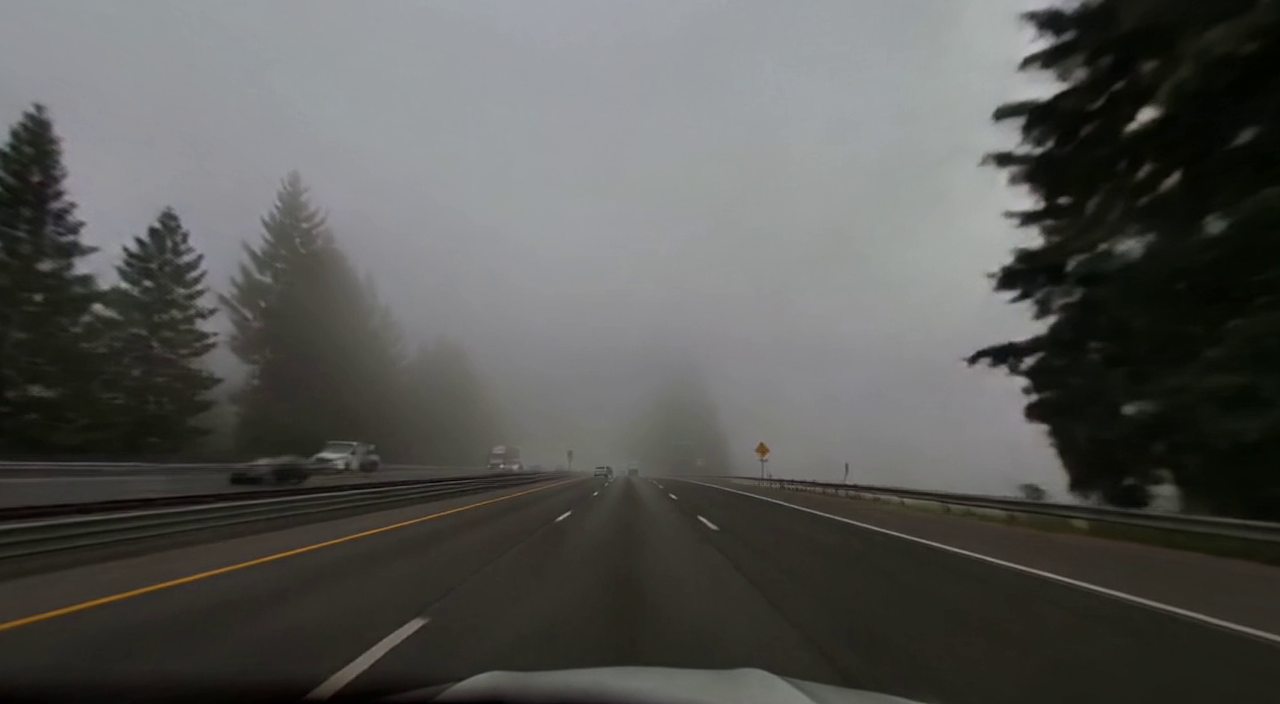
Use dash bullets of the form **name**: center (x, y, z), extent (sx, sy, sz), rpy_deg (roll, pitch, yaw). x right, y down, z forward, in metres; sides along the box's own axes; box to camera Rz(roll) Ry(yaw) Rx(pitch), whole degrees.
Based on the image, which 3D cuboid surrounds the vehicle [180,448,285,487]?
- **vehicle**: center (-16.388, 4.680, 25.560), extent (1.855, 1.412, 3.502), rpy_deg (1, -10, -1)

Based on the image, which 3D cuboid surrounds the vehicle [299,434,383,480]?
- **vehicle**: center (-19.286, 6.895, 41.075), extent (2.252, 2.669, 6.834), rpy_deg (1, -10, -2)
